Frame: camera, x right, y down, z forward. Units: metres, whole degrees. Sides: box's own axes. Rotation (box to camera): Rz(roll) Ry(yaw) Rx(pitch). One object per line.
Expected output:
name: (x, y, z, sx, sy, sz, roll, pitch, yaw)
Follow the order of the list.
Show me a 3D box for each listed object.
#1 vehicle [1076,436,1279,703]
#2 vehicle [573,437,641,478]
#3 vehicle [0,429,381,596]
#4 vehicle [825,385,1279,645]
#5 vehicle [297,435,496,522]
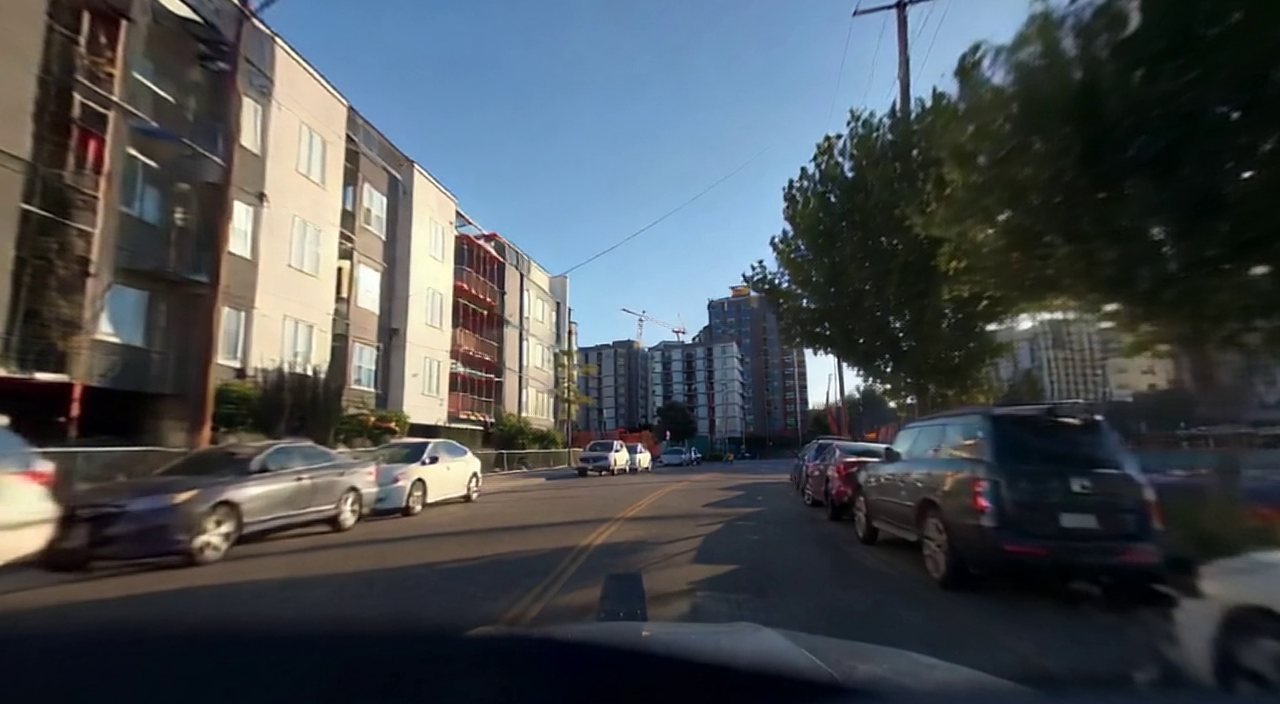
vehicle: (4.004, 1.021, 1.857, 1.976, 1.560, 5.158, 0, -9, 3)
vehicle: (-1.532, 5.238, 31.418, 1.953, 1.871, 4.712, -2, -9, 16)
vehicle: (-5.676, 1.866, 8.399, 2.020, 1.519, 4.944, 0, -9, 4)
vehicle: (4.101, 1.695, 7.800, 2.184, 2.035, 5.422, 0, -9, 3)
vehicle: (-5.103, 2.711, 14.121, 1.966, 1.568, 4.705, -1, -9, 10)
